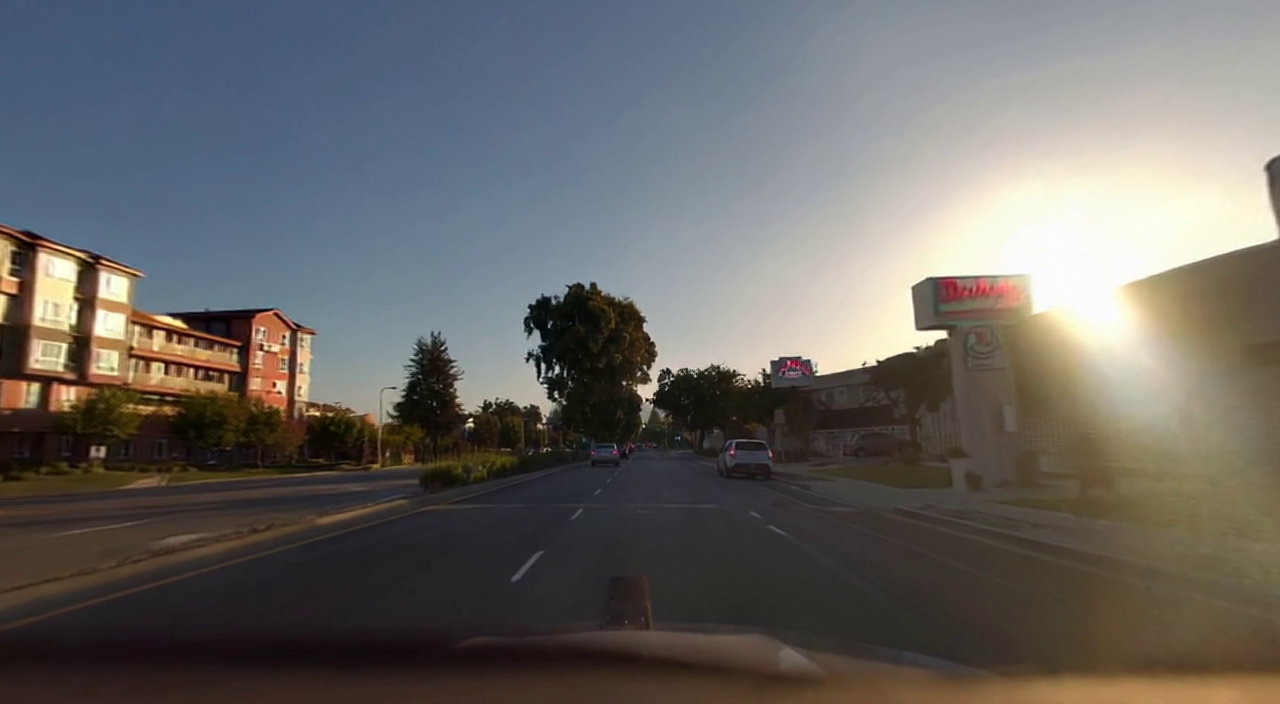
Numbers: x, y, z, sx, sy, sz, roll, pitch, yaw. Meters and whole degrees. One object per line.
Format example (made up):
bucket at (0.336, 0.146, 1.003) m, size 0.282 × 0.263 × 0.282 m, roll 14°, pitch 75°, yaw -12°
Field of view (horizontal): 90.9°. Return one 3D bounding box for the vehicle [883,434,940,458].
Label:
vehicle at (17.812, 6.201, 41.564) m, size 1.953 × 1.488 × 4.129 m, roll 0°, pitch -8°, yaw 1°

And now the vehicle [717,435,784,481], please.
vehicle at (4.534, 4.416, 26.577) m, size 2.067 × 1.755 × 4.616 m, roll 0°, pitch -8°, yaw 1°

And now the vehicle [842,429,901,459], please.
vehicle at (15.036, 6.041, 41.217) m, size 2.202 × 1.822 × 4.978 m, roll -1°, pitch -8°, yaw 3°

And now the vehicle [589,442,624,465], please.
vehicle at (-2.336, 7.211, 44.890) m, size 2.176 × 1.543 × 4.335 m, roll 0°, pitch -8°, yaw 1°
